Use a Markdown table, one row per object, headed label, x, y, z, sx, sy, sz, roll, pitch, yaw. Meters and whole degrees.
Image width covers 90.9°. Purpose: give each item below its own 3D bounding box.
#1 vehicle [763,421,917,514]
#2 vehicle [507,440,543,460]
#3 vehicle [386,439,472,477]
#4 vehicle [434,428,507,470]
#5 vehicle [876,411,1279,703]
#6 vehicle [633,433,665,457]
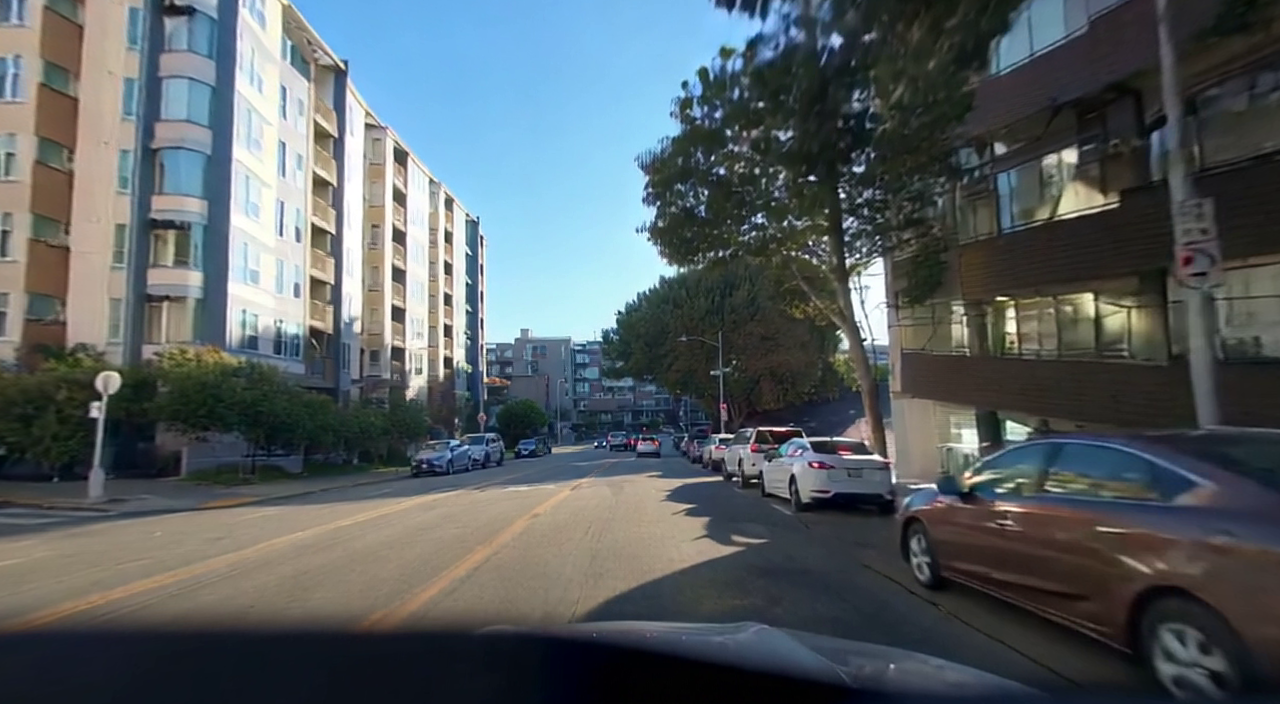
| label | x | y | z | sx | sy | sz | roll | pitch | yaw |
| --- | --- | --- | --- | --- | --- | --- | --- | --- | --- |
| vehicle | 3.825 | 2.251 | 12.646 | 1.946 | 1.607 | 3.082 | 0 | -8 | -2 |
| vehicle | -8.967 | 7.641 | 49.427 | 2.021 | 1.474 | 4.337 | 0 | -8 | -1 |
| vehicle | -9.293 | 4.673 | 28.221 | 2.089 | 1.549 | 4.597 | -1 | -8 | 2 |
| vehicle | -9.030 | 5.223 | 34.159 | 2.457 | 2.048 | 5.461 | 0 | -8 | 0 |
| vehicle | 3.501 | 1.176 | 4.006 | 2.107 | 1.439 | 4.938 | 0 | -8 | 0 |
| vehicle | 0.664 | 6.957 | 47.164 | 2.261 | 1.740 | 4.065 | 0 | -8 | 0 |
